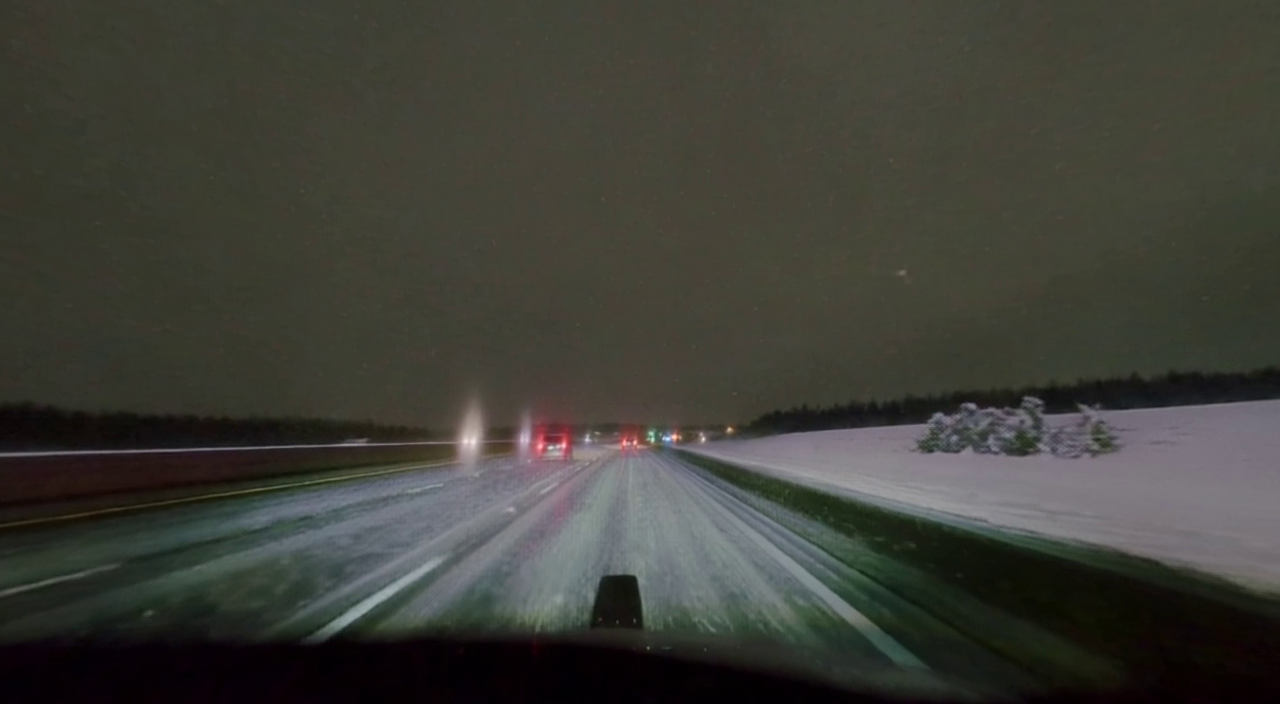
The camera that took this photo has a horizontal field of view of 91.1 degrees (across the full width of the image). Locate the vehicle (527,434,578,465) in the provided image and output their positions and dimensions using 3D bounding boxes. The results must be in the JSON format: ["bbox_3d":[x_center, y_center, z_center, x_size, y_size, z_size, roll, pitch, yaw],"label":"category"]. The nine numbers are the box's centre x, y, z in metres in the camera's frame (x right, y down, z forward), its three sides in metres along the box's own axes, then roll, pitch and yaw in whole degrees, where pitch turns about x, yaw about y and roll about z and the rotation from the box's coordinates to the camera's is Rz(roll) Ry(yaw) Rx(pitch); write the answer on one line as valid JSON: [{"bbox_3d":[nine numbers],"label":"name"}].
[{"bbox_3d":[-4.822,5.441,35.399,2.129,1.588,4.980,0,-8,0],"label":"vehicle"}]
